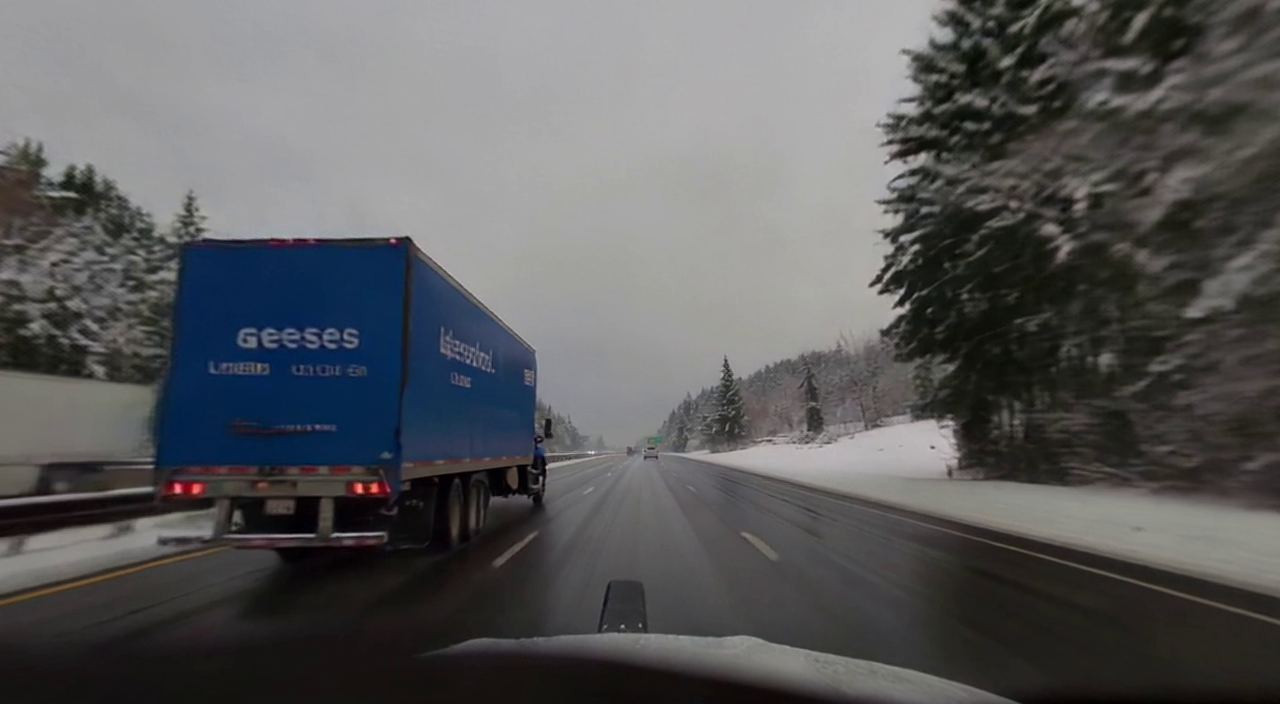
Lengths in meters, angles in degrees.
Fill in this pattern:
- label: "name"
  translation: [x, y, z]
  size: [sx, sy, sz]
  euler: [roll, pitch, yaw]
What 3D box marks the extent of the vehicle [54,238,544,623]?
- label: "vehicle"
  translation: [-3.251, 1.094, 8.607]
  size: [2.695, 3.151, 6.885]
  euler: [0, -9, 1]
